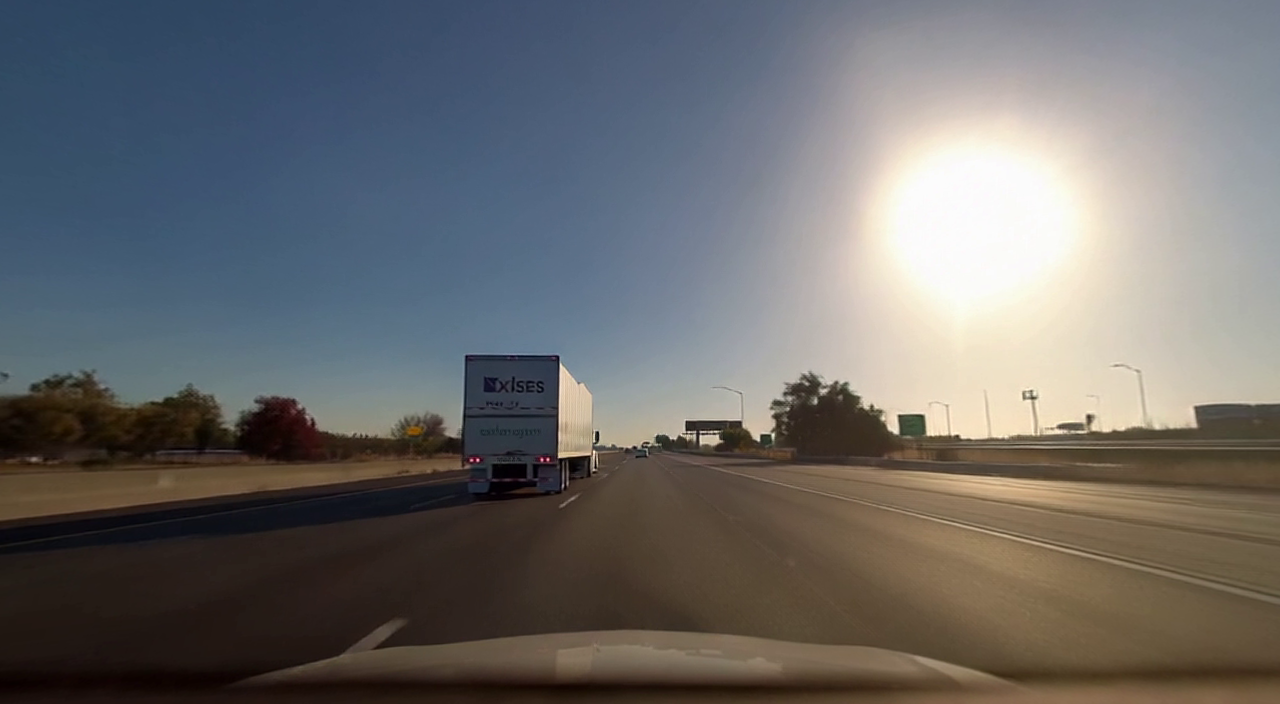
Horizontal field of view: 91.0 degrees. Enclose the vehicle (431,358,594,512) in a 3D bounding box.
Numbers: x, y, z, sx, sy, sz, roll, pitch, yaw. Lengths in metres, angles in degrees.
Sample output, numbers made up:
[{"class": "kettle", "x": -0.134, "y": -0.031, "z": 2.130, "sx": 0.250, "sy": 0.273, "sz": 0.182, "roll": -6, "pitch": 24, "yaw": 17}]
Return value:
[{"class": "vehicle", "x": -3.179, "y": 2.505, "z": 18.461, "sx": 2.922, "sy": 3.458, "sz": 8.360, "roll": 0, "pitch": -9, "yaw": 0}]
